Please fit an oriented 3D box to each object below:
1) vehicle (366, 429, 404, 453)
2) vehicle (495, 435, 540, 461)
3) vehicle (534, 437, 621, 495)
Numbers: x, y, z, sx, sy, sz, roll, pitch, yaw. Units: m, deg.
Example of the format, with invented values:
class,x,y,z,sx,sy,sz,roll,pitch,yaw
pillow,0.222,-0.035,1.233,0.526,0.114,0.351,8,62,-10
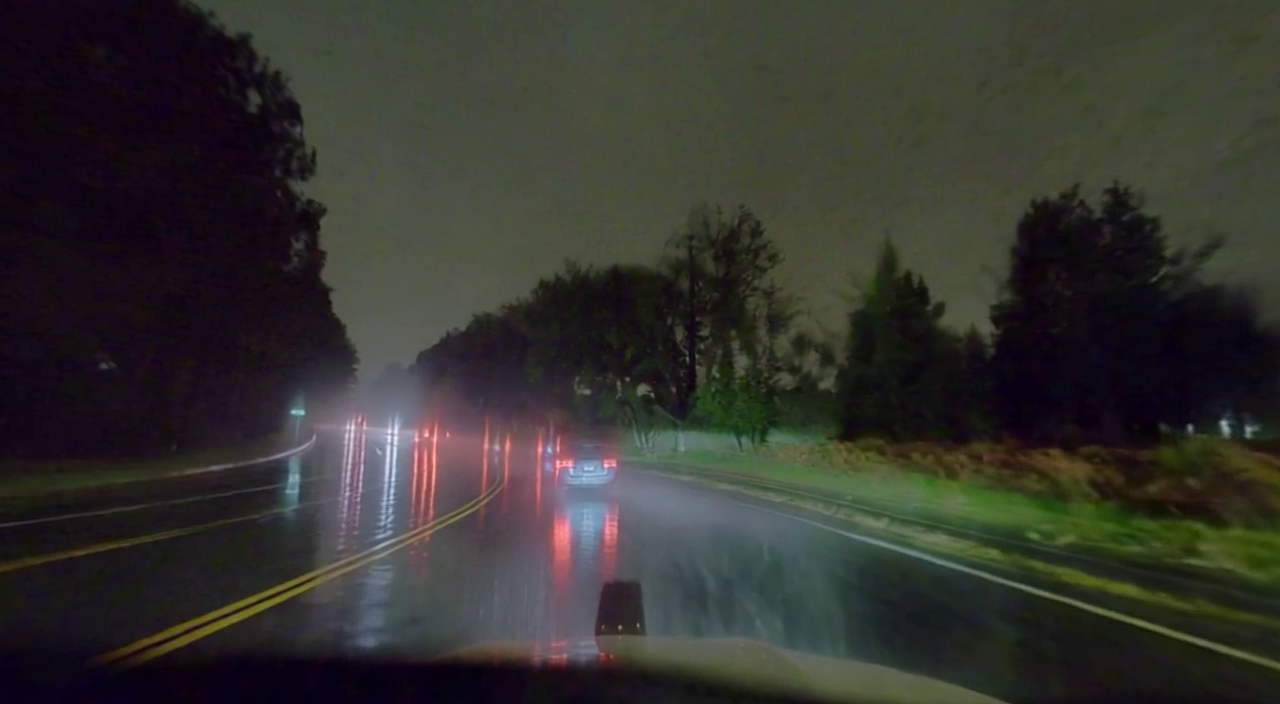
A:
class,x,y,z,sx,sy,sz,roll,pitch,yaw
vehicle,-17.113,5.980,42.170,2.126,1.493,4.748,4,-9,-23
vehicle,-7.782,6.062,39.712,2.080,1.530,3.719,3,-9,-21
vehicle,-1.977,3.349,18.867,2.296,1.510,4.068,2,-9,-9
